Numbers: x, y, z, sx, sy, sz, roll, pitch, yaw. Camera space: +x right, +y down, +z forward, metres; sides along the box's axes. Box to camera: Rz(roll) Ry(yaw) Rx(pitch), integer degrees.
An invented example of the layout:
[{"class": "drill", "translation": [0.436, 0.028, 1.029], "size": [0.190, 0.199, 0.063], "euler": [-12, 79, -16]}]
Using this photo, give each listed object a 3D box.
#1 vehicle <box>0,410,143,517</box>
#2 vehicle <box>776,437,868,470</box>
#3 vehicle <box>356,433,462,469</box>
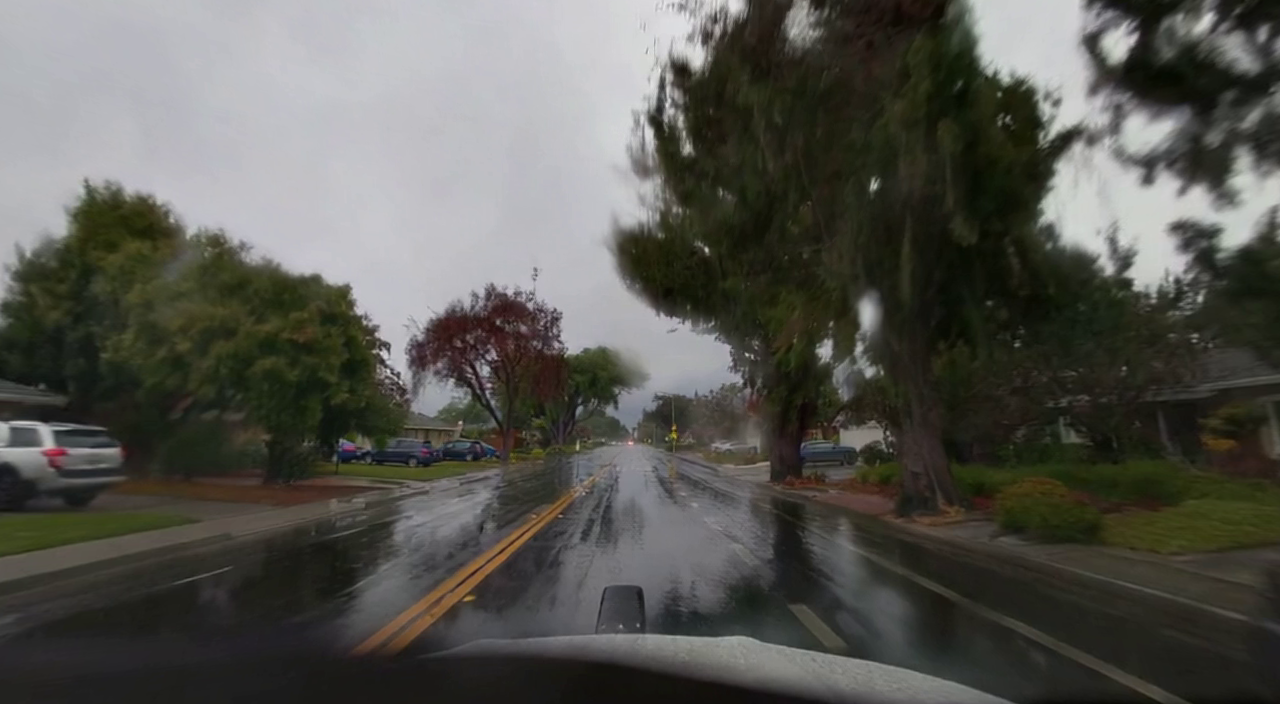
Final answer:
[{"class": "vehicle", "translation": [-12.497, 2.030, 11.702], "size": [4.722, 1.805, 2.043], "euler": [0, -9, -2]}, {"class": "vehicle", "translation": [10.667, 5.952, 37.193], "size": [4.751, 1.518, 1.885], "euler": [-4, -8, -1]}, {"class": "vehicle", "translation": [-12.576, 5.401, 34.576], "size": [5.009, 1.880, 1.961], "euler": [-1, -8, 1]}]
